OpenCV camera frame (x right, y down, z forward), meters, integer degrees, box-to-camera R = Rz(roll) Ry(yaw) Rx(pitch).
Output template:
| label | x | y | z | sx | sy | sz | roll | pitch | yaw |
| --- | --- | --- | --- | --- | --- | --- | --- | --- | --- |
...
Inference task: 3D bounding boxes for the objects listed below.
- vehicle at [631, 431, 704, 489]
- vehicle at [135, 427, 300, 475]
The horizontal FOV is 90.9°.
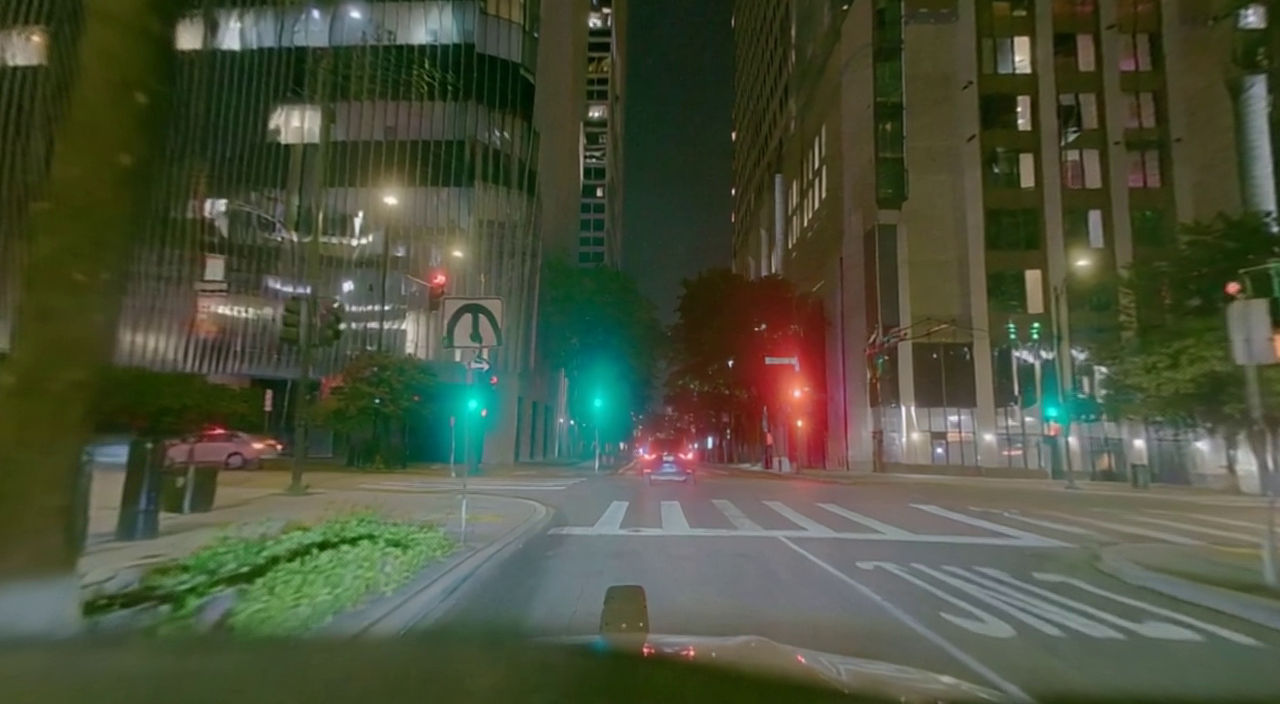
| label | x | y | z | sx | sy | sz | roll | pitch | yaw |
| --- | --- | --- | --- | --- | --- | --- | --- | --- | --- |
| vehicle | 0.838 | 3.391 | 20.115 | 2.079 | 1.621 | 3.861 | -1 | -8 | 1 |
| vehicle | -14.345 | 3.383 | 21.576 | 4.282 | 1.519 | 2.077 | -2 | -8 | 7 |
